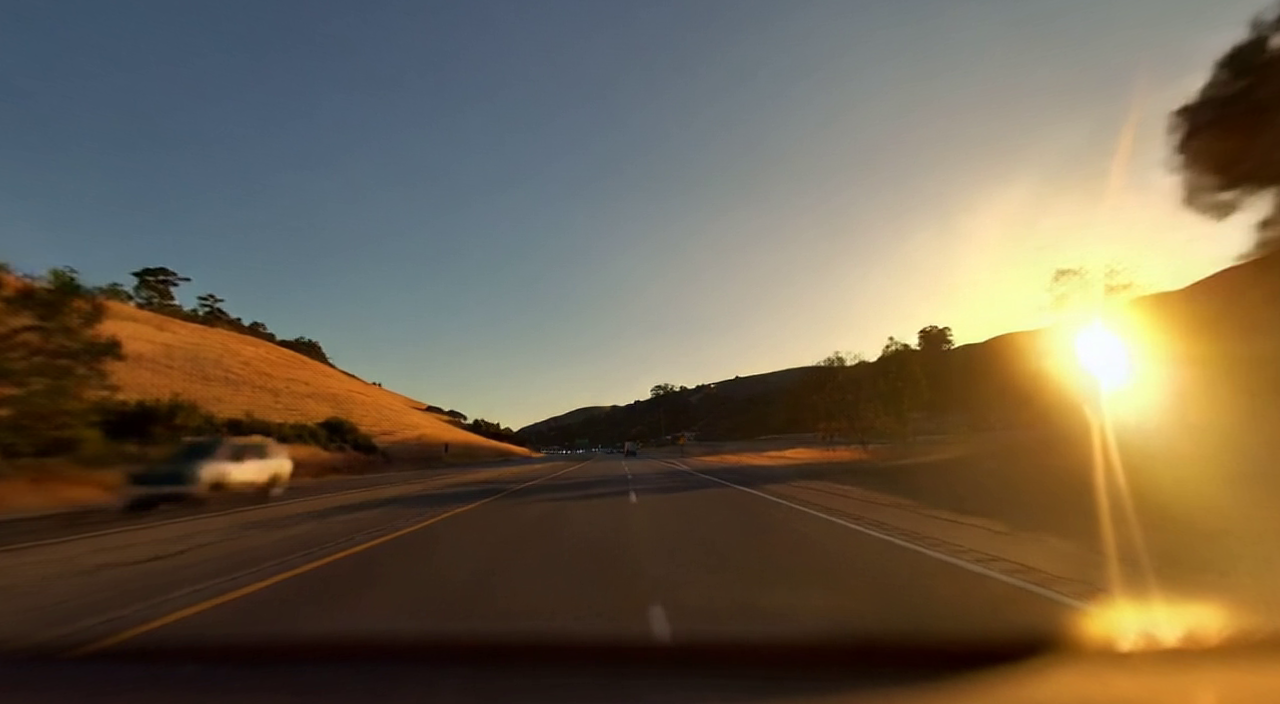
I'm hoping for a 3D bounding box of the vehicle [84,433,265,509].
[{"bbox_3d":[-14.287,3.658,19.779,2.096,2.063,4.815,0,-9,-2],"label":"vehicle"}]
